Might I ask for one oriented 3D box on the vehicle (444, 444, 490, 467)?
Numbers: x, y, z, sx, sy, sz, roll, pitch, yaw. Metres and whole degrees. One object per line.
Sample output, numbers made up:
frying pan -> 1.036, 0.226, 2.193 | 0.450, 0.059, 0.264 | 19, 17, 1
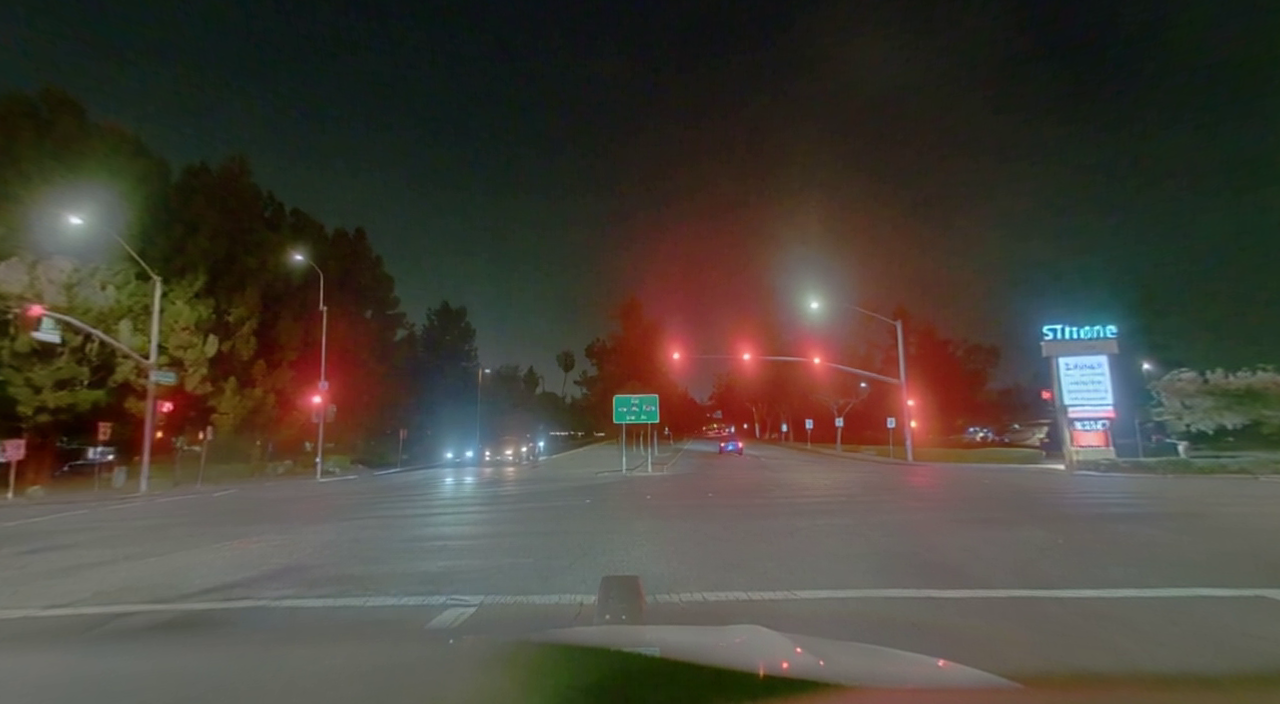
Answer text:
vehicle -> -11.688, 7.030, 42.913 | 2.111, 1.499, 4.371 | 0, -9, -3

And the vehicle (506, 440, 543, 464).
vehicle -> -7.984, 6.985, 44.042 | 1.920, 1.546, 4.086 | 0, -9, -2
